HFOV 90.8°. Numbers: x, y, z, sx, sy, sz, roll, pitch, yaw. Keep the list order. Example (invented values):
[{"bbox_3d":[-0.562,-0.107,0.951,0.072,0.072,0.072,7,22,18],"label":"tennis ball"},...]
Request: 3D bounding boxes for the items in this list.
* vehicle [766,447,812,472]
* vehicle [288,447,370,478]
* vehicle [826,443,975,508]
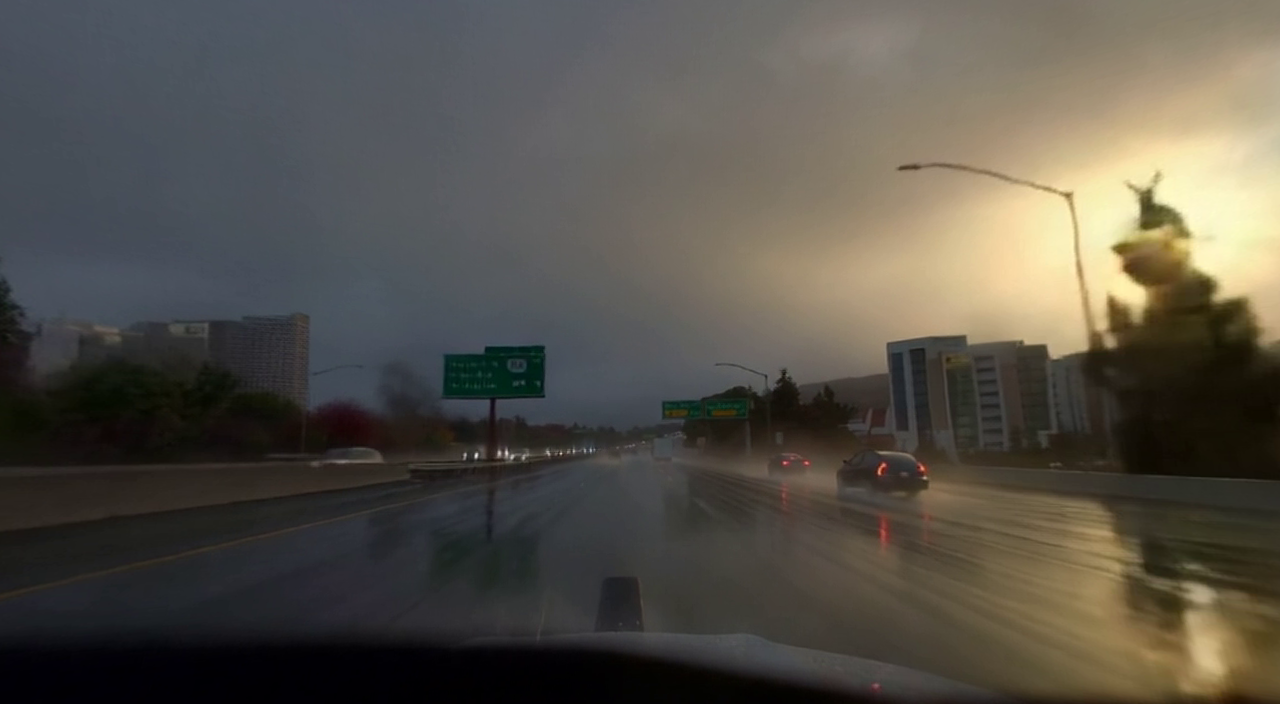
[{"bbox_3d":[9.605,6.969,41.084,1.878,1.509,4.327,0,-9,-1],"label":"vehicle"},{"bbox_3d":[-15.824,5.621,32.431,1.859,1.486,4.543,0,-9,0],"label":"vehicle"},{"bbox_3d":[6.816,3.257,17.241,1.861,1.500,4.860,0,-9,-2],"label":"vehicle"}]
